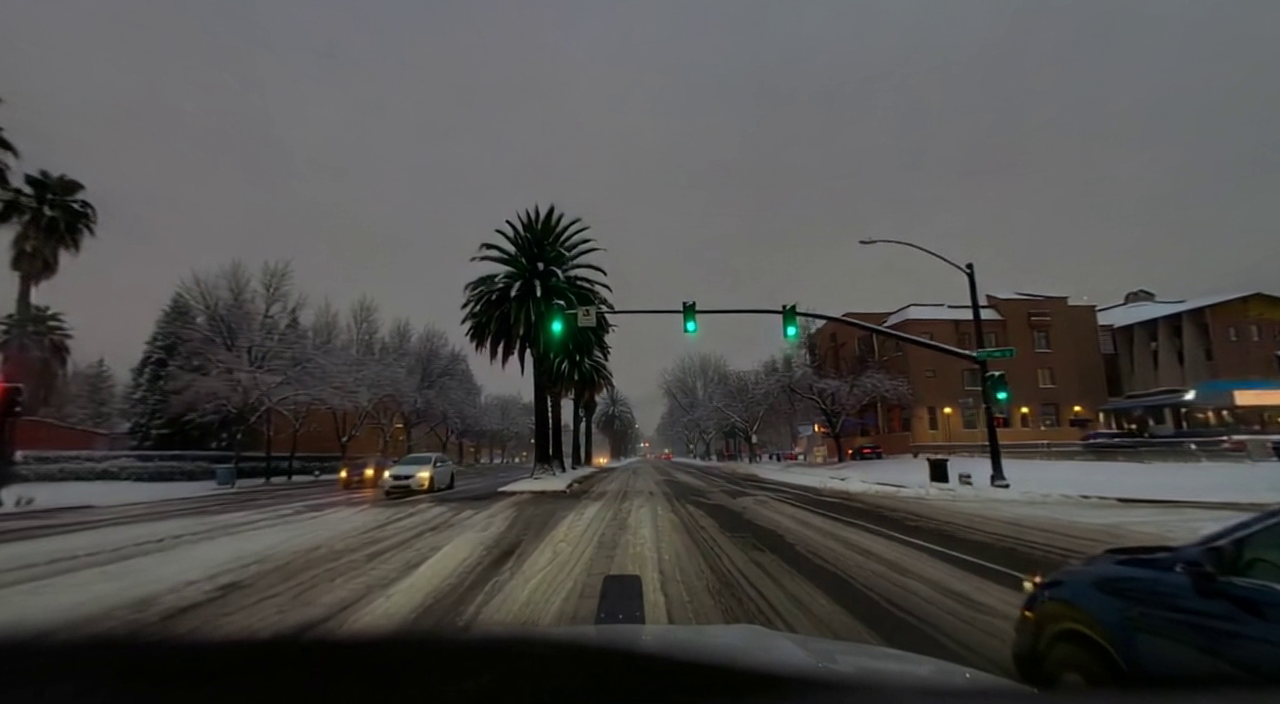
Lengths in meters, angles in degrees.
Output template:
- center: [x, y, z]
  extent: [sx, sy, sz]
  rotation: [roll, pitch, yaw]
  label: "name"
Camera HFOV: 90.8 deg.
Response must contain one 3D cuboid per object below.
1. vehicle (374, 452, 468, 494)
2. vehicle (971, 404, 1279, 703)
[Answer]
- center: [-8.622, 4.781, 25.318]
  extent: [2.095, 1.482, 4.523]
  rotation: [0, -9, 1]
  label: "vehicle"
- center: [3.087, 0.859, 1.694]
  extent: [1.997, 1.473, 4.282]
  rotation: [0, -9, -1]
  label: "vehicle"
